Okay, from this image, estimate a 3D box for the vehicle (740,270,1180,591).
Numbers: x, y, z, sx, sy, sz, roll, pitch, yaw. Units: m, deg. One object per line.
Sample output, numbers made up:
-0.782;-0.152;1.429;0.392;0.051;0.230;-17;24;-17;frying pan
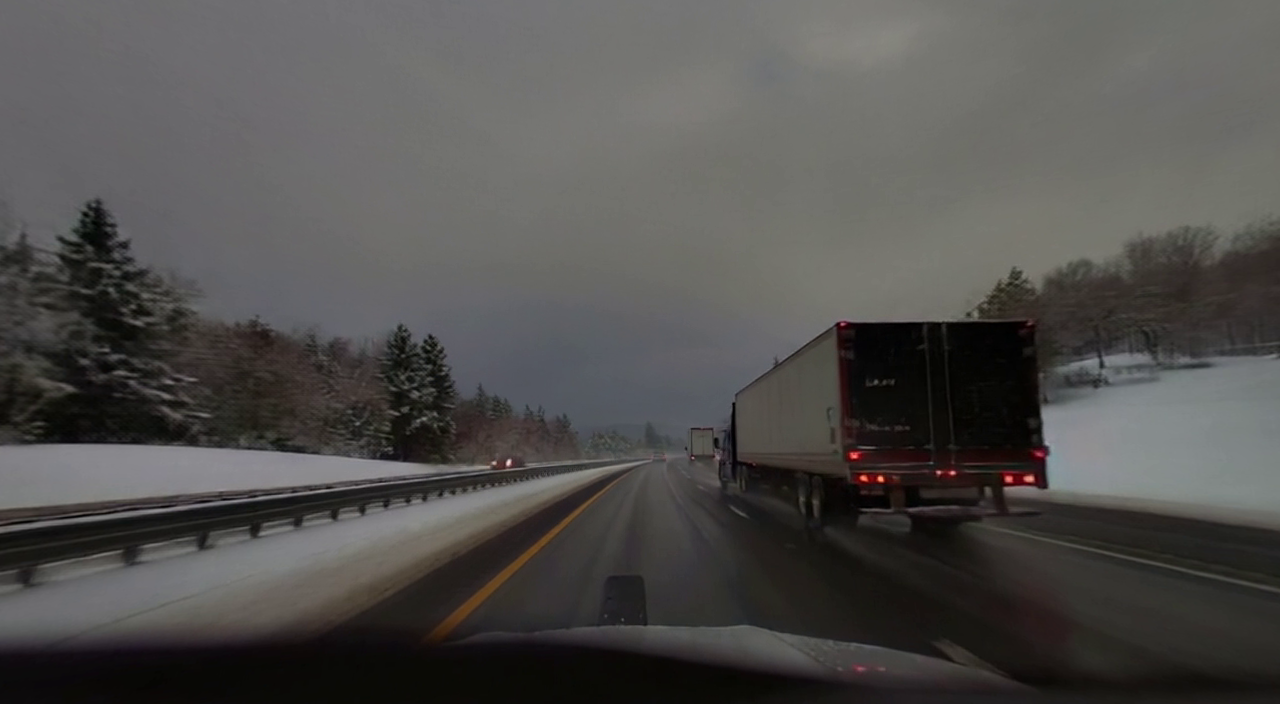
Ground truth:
4.404;1.703;12.816;2.866;3.558;11.674;0;-9;0;vehicle
